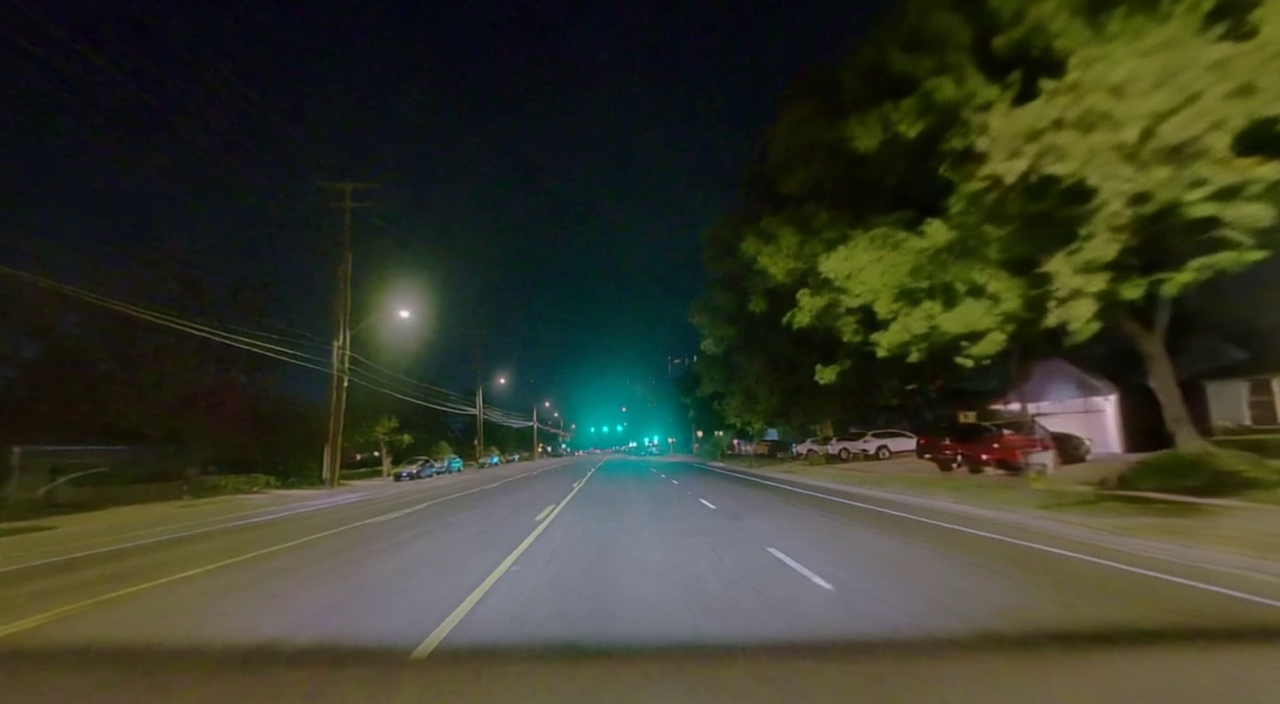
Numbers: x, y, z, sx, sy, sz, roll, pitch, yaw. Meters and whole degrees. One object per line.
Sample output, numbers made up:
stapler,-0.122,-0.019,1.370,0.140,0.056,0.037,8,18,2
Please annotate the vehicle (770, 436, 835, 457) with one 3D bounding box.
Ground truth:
vehicle,11.970,6.968,46.673,4.237,1.476,1.743,0,-8,-1

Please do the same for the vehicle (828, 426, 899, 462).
vehicle,11.396,4.740,32.587,2.044,1.716,4.637,0,-8,1

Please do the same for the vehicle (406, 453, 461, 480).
vehicle,-12.310,6.841,37.941,1.851,1.459,4.295,0,-8,-1

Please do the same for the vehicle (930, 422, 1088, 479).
vehicle,10.677,2.913,18.772,1.847,1.455,4.650,0,-8,-1

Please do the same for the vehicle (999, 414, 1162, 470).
vehicle,13.184,2.760,19.306,1.889,1.499,4.218,0,-8,0
